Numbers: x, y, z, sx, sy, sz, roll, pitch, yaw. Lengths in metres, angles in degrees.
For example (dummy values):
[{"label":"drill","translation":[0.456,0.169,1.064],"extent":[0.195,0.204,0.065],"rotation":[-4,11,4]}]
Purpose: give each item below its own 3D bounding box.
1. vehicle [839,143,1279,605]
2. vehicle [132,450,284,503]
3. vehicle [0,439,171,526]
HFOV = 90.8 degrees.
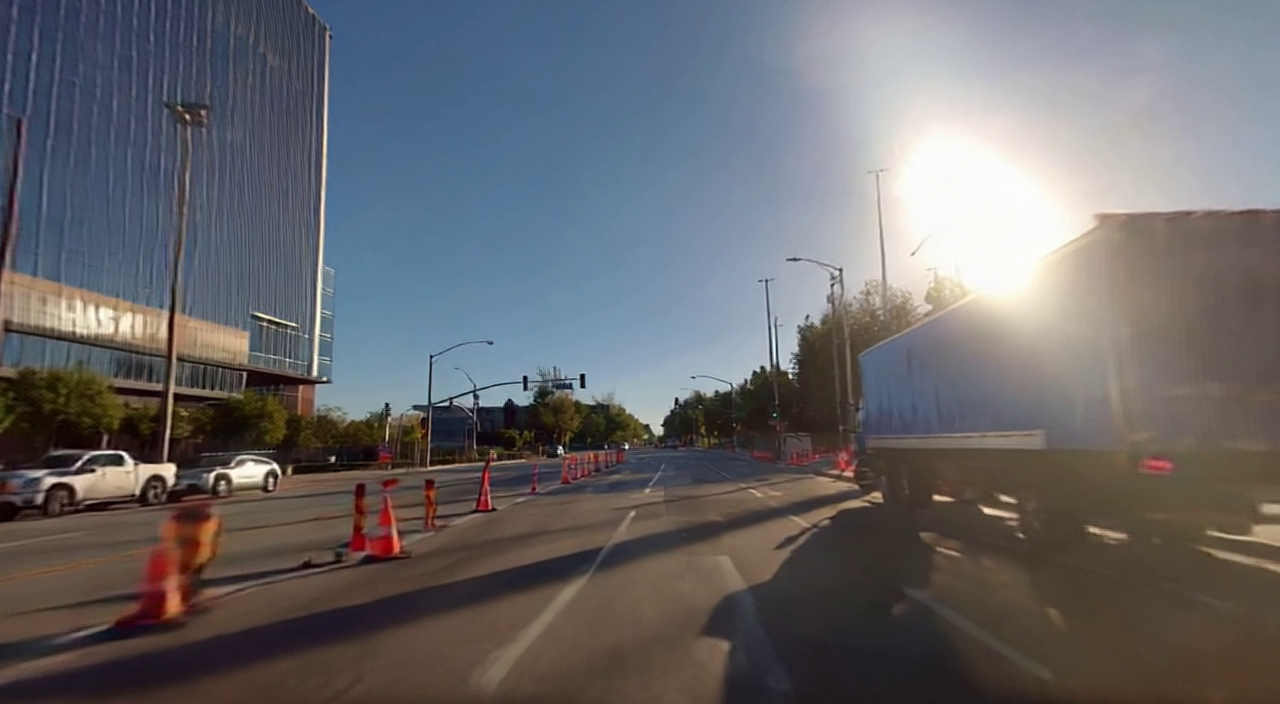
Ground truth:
[{"label":"vehicle","translation":[6.247,0.800,10.136],"extent":[3.176,3.913,9.805],"rotation":[0,-8,2]},{"label":"vehicle","translation":[-15.431,4.432,22.973],"extent":[1.925,1.665,4.893],"rotation":[0,-8,2]},{"label":"vehicle","translation":[-15.652,3.387,17.119],"extent":[1.937,1.984,4.928],"rotation":[0,-8,2]}]
